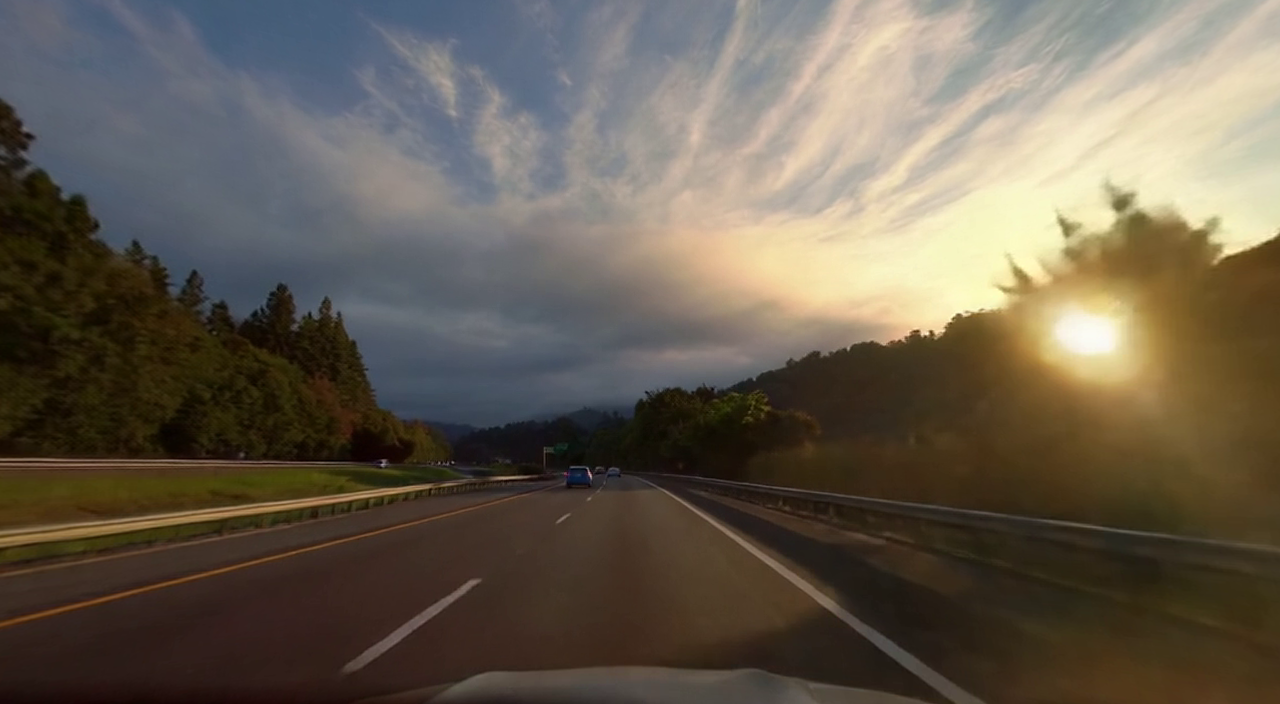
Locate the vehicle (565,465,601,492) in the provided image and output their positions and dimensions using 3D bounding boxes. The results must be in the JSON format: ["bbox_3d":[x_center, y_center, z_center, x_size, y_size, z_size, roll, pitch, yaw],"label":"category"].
[{"bbox_3d":[-3.567,7.992,39.969,1.967,1.556,4.364,1,-10,-2],"label":"vehicle"}]
